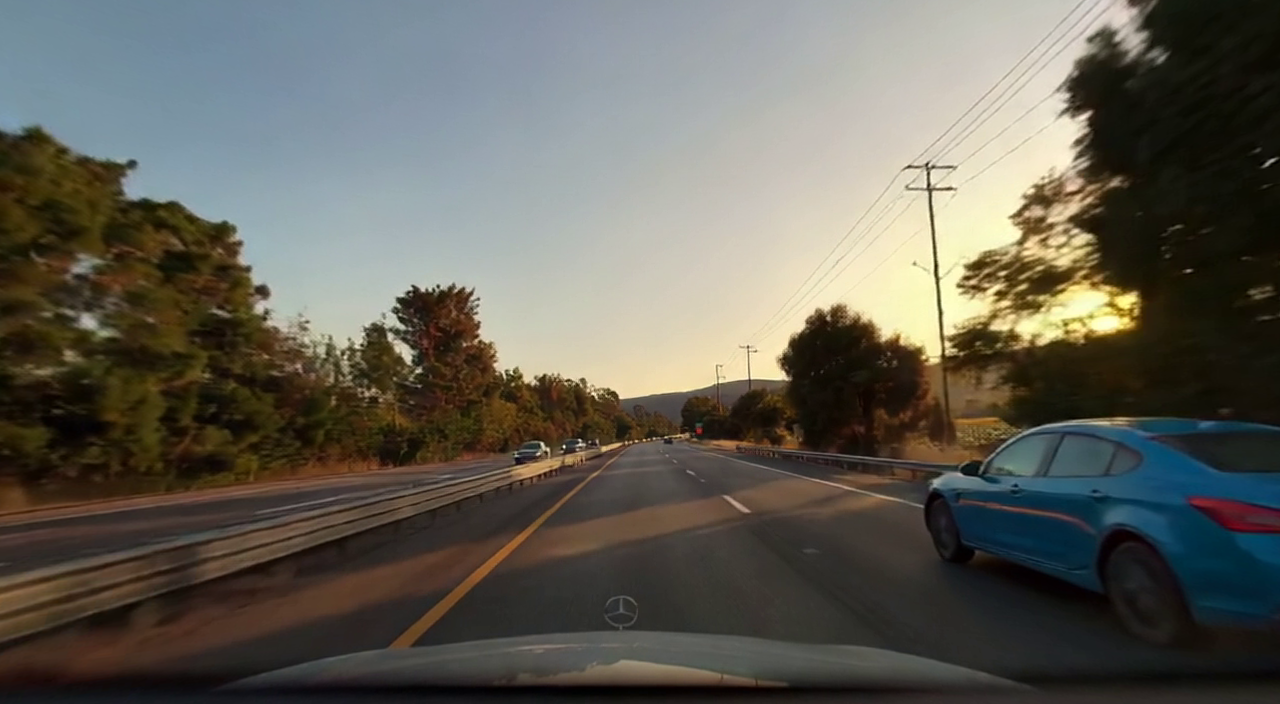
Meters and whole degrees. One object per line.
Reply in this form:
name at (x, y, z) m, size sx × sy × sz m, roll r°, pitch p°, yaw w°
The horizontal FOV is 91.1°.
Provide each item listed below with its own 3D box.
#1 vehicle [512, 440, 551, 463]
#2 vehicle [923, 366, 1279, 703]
vehicle at (-7.483, 6.908, 43.729) m, size 2.000 × 1.485 × 3.887 m, roll 0°, pitch -8°, yaw 0°
vehicle at (3.760, 1.020, 3.951) m, size 2.032 × 1.562 × 4.029 m, roll 0°, pitch -8°, yaw -1°
